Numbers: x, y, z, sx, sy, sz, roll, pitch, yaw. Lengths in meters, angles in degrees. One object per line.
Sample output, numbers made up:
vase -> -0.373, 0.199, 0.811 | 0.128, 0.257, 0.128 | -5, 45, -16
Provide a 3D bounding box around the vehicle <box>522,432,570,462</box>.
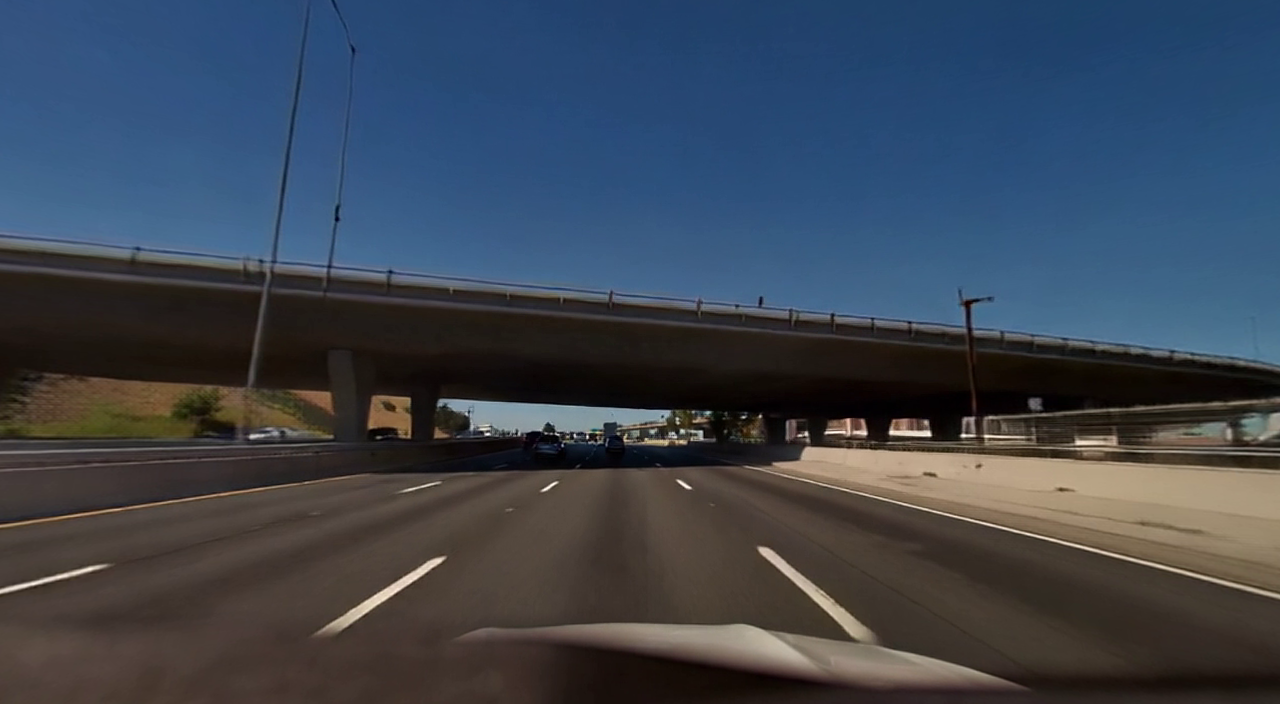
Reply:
vehicle -> -5.321, 5.461, 36.291 | 2.123, 1.601, 4.887 | 0, -8, -2
